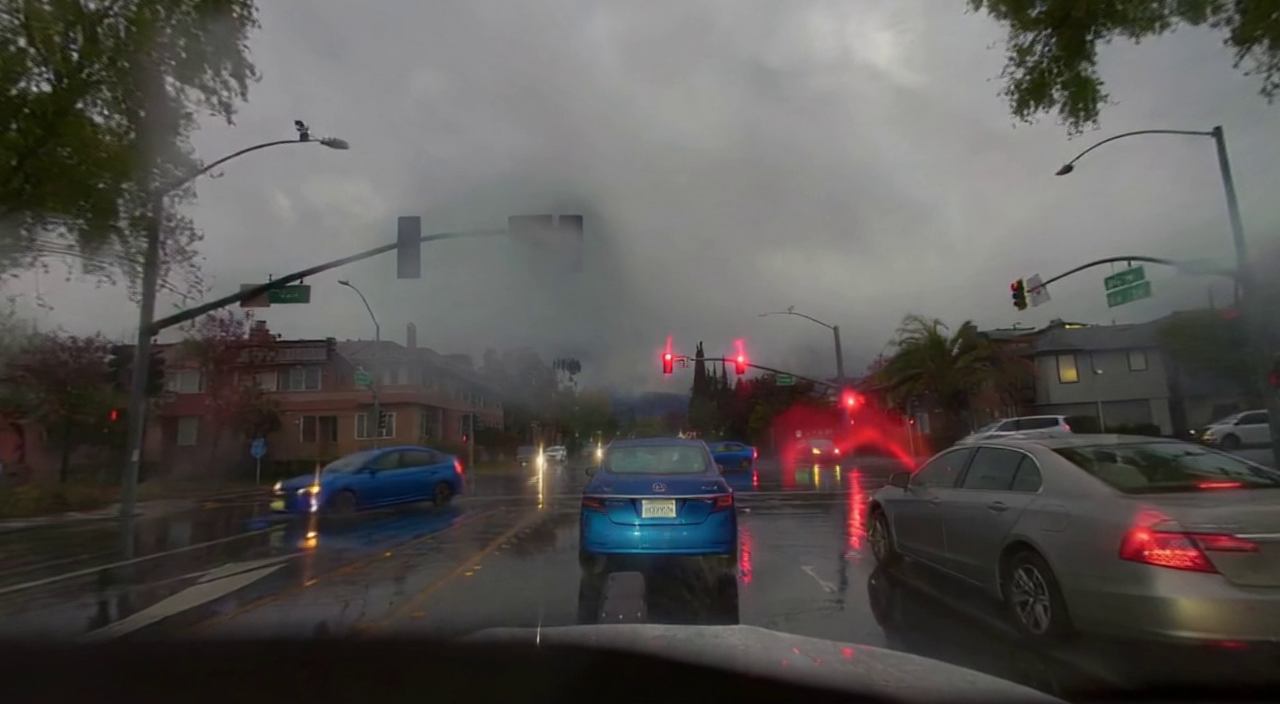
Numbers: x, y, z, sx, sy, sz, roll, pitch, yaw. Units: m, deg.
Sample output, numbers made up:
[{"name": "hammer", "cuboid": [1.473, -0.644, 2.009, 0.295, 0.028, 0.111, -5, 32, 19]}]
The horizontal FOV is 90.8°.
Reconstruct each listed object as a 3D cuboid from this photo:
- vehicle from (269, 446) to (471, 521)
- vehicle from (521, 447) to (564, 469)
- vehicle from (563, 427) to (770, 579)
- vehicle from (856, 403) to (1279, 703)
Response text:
[{"name": "vehicle", "cuboid": [-6.211, 3.013, 15.131, 1.854, 1.490, 4.229, -4, -9, 25]}, {"name": "vehicle", "cuboid": [-6.916, 7.582, 45.308, 2.093, 1.476, 4.278, -1, -9, 4]}, {"name": "vehicle", "cuboid": [0.304, 1.819, 8.339, 2.090, 1.505, 3.756, -1, -9, 1]}, {"name": "vehicle", "cuboid": [3.658, 1.340, 5.439, 1.888, 1.486, 4.681, 0, -9, 0]}]
